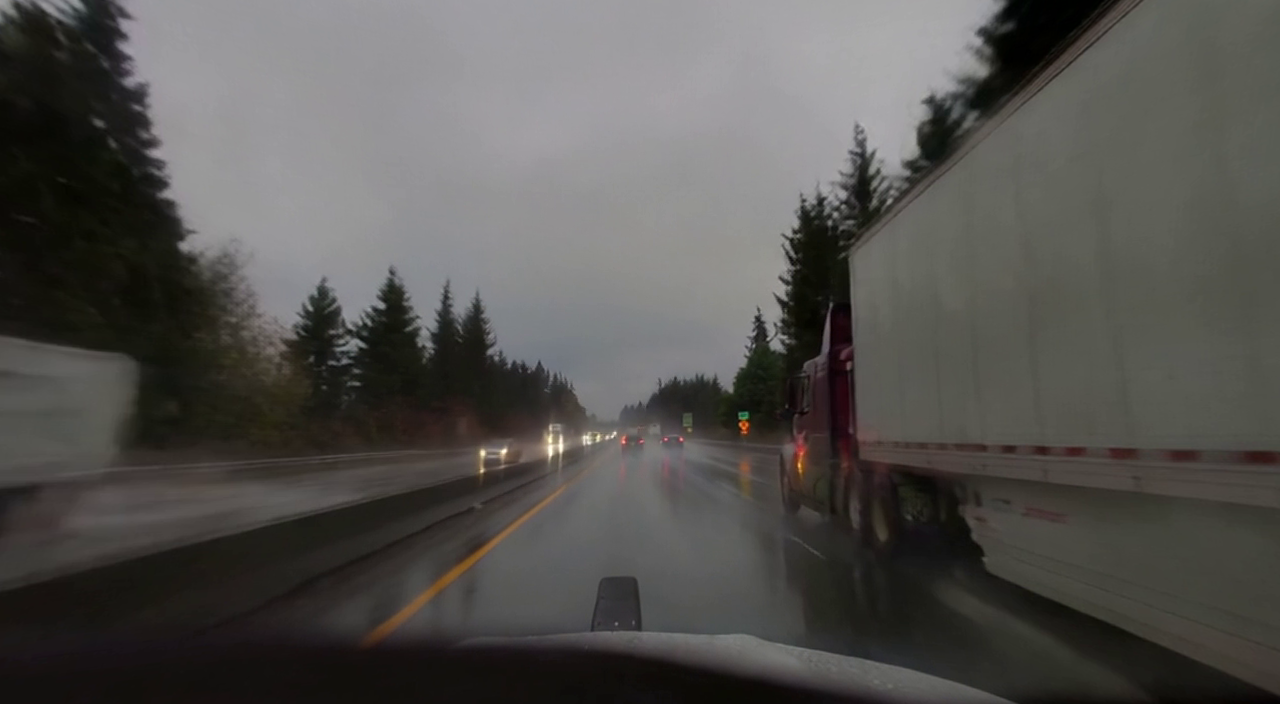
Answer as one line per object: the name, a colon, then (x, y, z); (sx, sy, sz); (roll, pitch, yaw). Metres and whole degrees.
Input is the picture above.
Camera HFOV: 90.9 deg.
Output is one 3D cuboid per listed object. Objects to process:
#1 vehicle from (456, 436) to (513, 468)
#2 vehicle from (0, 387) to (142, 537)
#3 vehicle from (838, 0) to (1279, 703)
vehicle: (-8.279, 5.343, 33.904); (1.977, 1.456, 4.489); (-3, -8, -1)
vehicle: (-12.221, 2.066, 12.029); (2.213, 2.581, 3.799); (0, -8, -1)
vehicle: (3.885, 0.035, 4.029); (2.999, 4.013, 6.296); (0, -8, -1)
